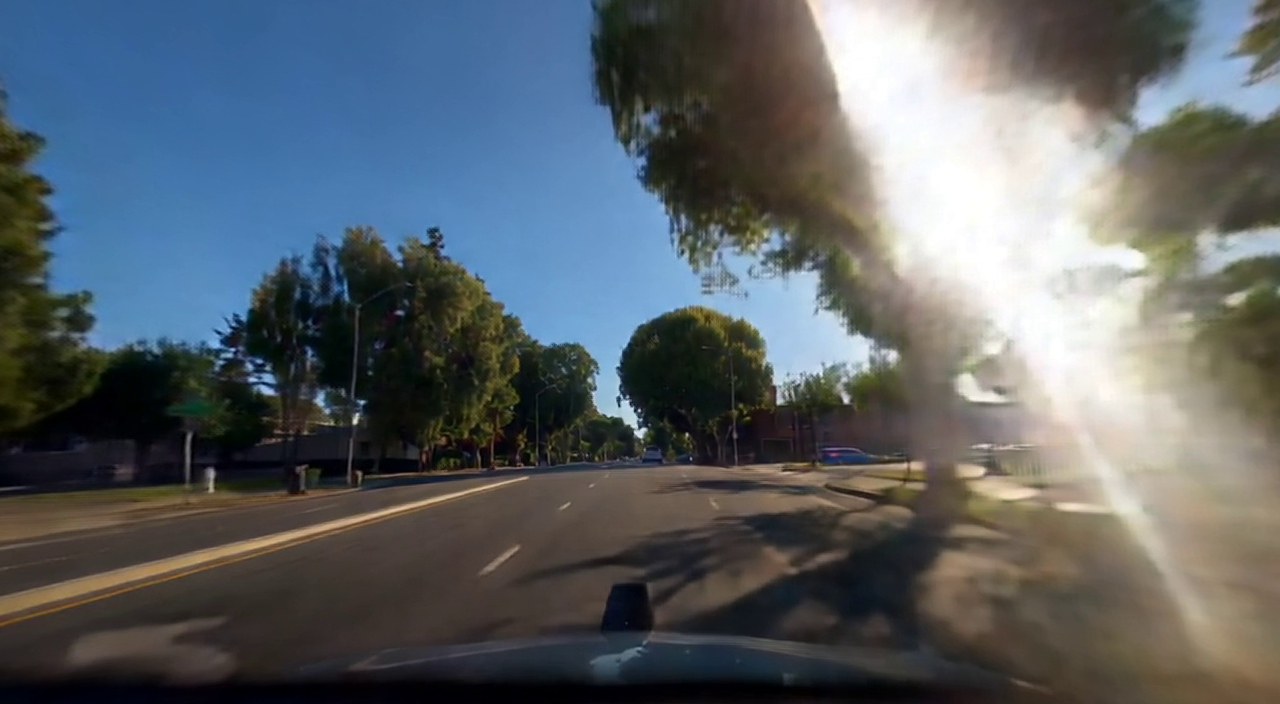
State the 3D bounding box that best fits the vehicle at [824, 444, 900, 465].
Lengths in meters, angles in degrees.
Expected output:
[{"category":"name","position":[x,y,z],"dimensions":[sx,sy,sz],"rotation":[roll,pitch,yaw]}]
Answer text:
[{"category":"vehicle","position":[16.200,7.512,46.144],"dimensions":[4.824,1.462,1.974],"rotation":[0,-9,-1]}]
